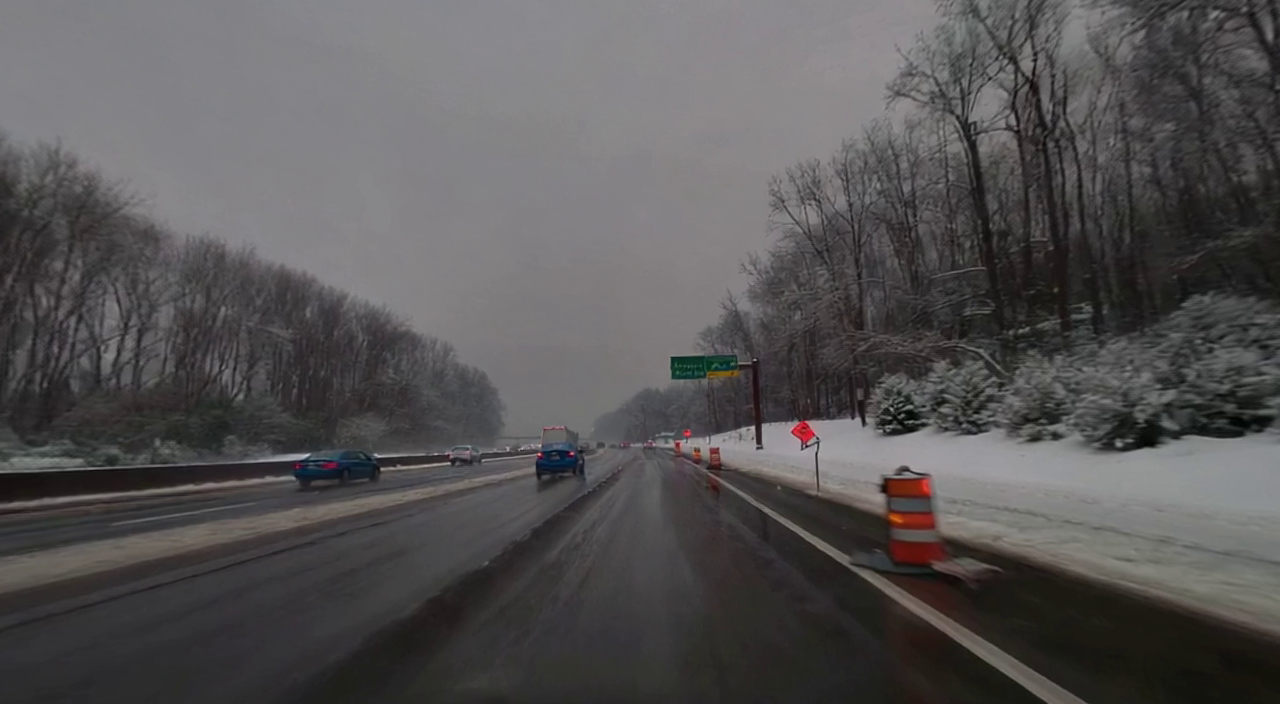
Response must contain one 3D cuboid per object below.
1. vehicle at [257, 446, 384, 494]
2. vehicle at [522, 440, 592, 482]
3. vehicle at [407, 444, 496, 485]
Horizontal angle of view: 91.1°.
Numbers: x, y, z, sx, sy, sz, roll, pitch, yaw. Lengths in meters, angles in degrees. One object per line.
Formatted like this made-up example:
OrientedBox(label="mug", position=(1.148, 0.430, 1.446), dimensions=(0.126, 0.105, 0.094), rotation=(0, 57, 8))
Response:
OrientedBox(label="vehicle", position=(-10.917, 4.030, 21.896), dimensions=(1.946, 1.472, 4.472), rotation=(0, -8, 2))
OrientedBox(label="vehicle", position=(-3.151, 4.248, 24.838), dimensions=(1.963, 1.462, 4.681), rotation=(0, -8, 2))
OrientedBox(label="vehicle", position=(-7.295, 4.370, 24.786), dimensions=(1.951, 1.439, 4.633), rotation=(0, -8, 2))
